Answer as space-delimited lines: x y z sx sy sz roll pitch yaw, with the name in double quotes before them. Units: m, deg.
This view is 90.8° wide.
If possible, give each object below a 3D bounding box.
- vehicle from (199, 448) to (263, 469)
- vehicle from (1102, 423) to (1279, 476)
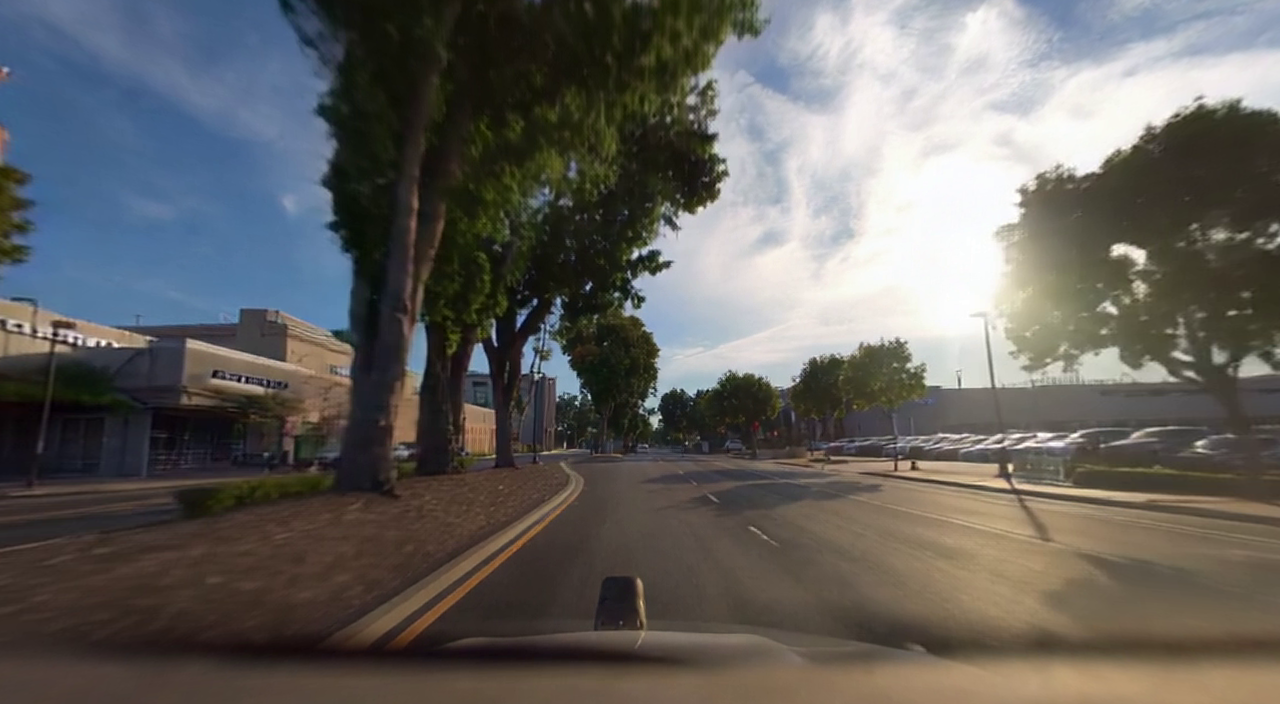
"vehicle" -31.245 8.113 48.423 1.863 1.525 4.518 0 -9 0
"vehicle" 20.429 3.529 22.896 5.462 1.785 2.323 0 -9 1
